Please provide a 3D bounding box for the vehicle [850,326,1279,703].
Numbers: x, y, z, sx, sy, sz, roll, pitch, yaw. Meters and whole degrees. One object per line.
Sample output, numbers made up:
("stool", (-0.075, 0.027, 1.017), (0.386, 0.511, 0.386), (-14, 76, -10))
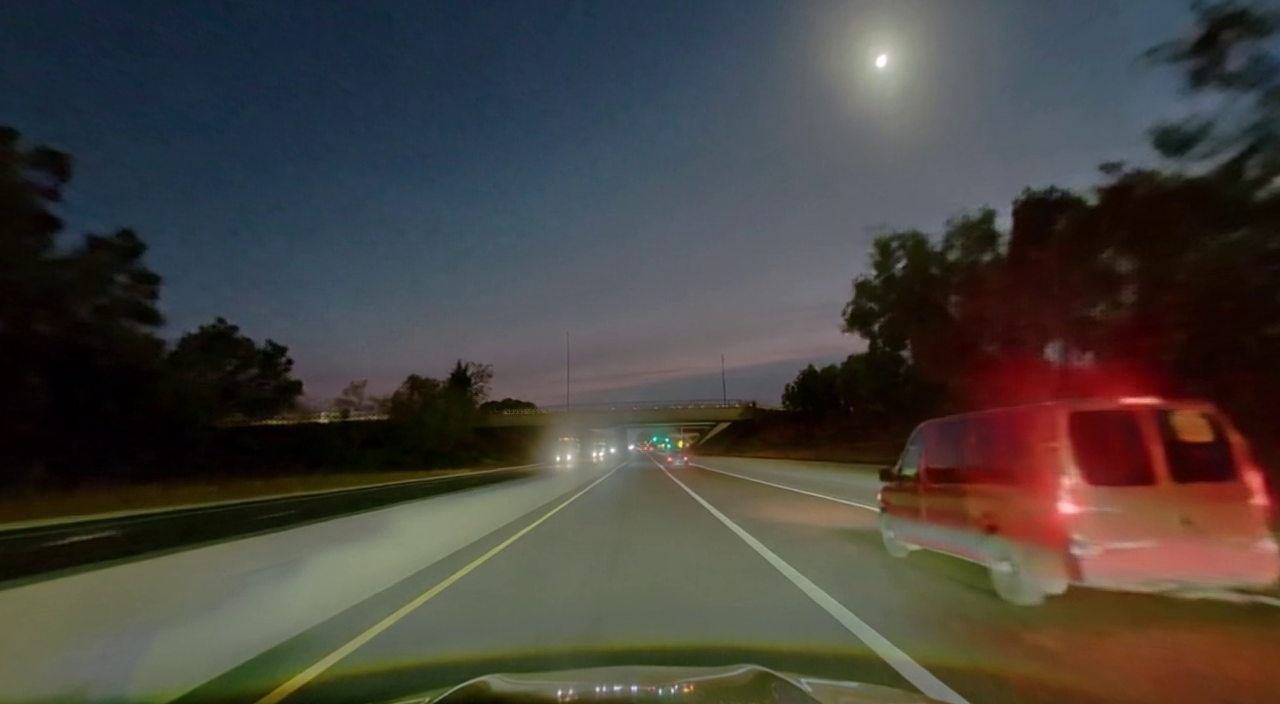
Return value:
("vehicle", (3.921, 1.268, 5.726), (2.152, 1.998, 5.380), (0, -9, 0))
